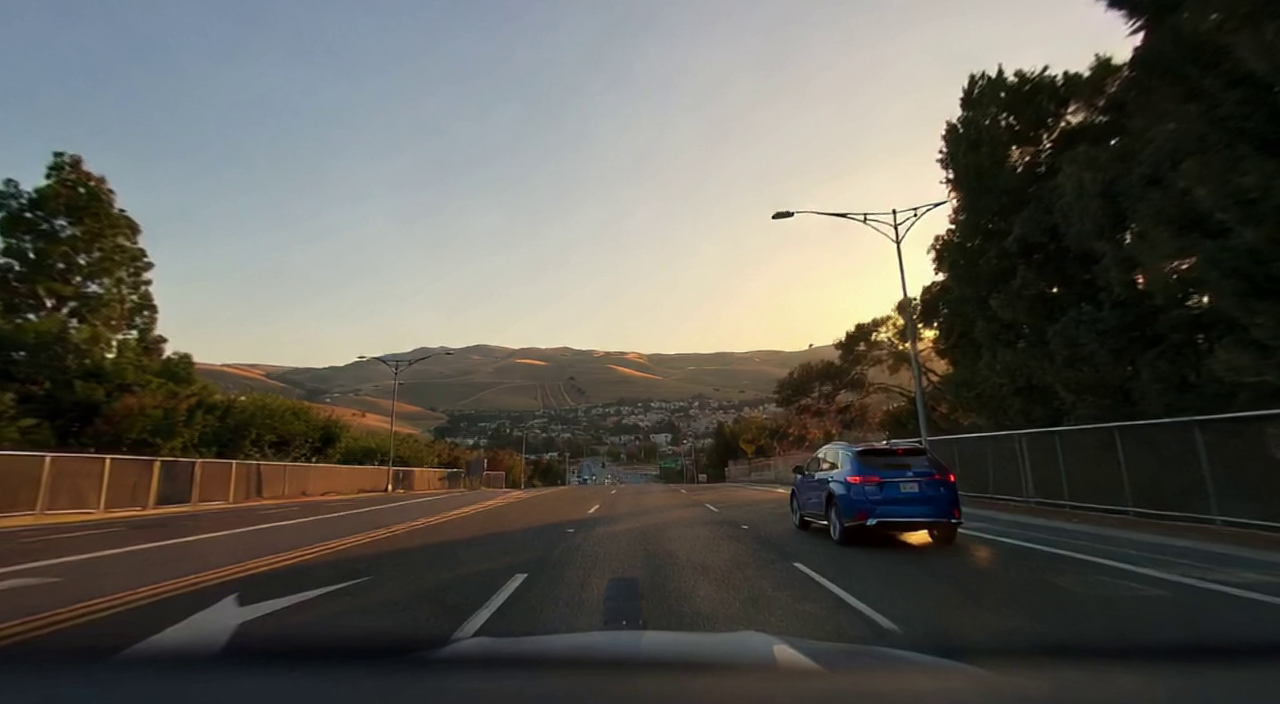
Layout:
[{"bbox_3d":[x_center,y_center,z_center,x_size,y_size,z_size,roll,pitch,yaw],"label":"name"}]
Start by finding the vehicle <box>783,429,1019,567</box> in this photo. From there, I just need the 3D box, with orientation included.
[{"bbox_3d":[3.841,2.209,10.296,1.989,1.730,4.324,0,-9,0],"label":"vehicle"}]
